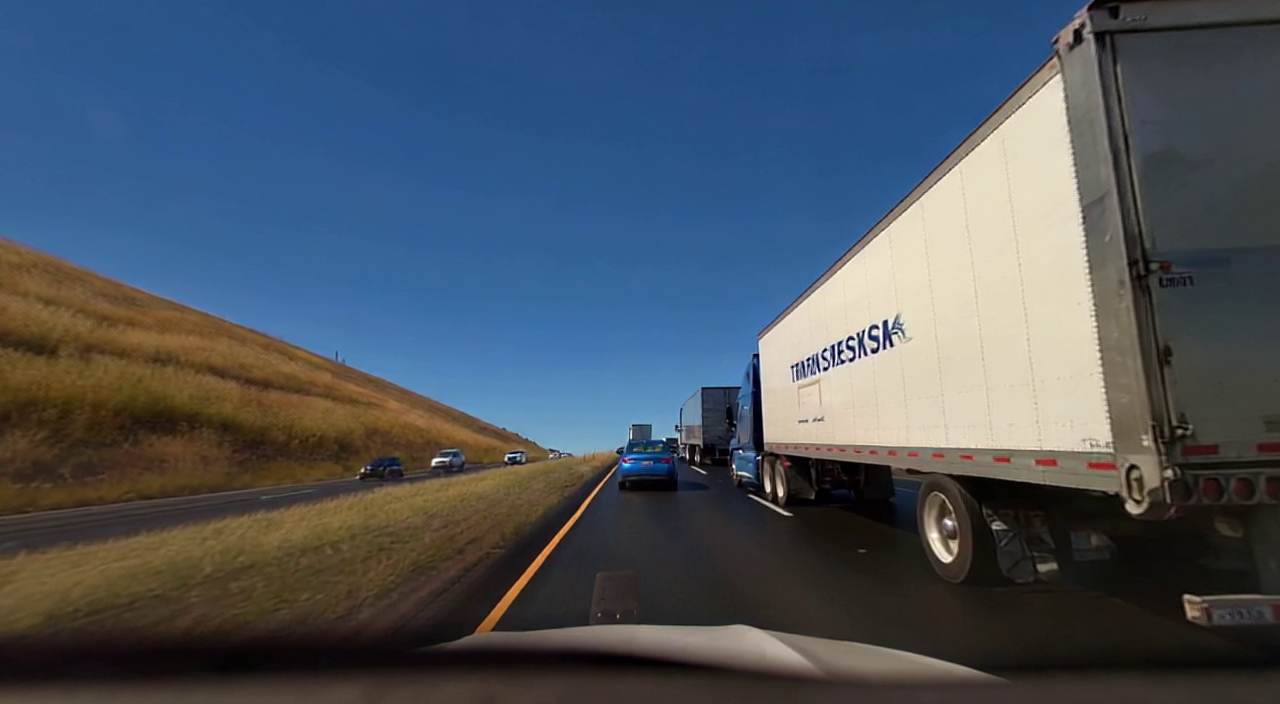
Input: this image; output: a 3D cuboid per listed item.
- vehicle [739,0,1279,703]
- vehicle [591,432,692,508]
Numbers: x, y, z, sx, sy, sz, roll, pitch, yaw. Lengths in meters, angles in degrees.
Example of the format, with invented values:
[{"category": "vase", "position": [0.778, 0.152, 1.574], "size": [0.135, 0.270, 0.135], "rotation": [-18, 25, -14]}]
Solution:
[{"category": "vehicle", "position": [4.425, 0.395, 9.133], "size": [3.410, 4.438, 14.410], "rotation": [-1, -8, -1]}, {"category": "vehicle", "position": [0.022, 2.673, 14.733], "size": [2.045, 1.507, 3.763], "rotation": [-1, -8, 0]}]
